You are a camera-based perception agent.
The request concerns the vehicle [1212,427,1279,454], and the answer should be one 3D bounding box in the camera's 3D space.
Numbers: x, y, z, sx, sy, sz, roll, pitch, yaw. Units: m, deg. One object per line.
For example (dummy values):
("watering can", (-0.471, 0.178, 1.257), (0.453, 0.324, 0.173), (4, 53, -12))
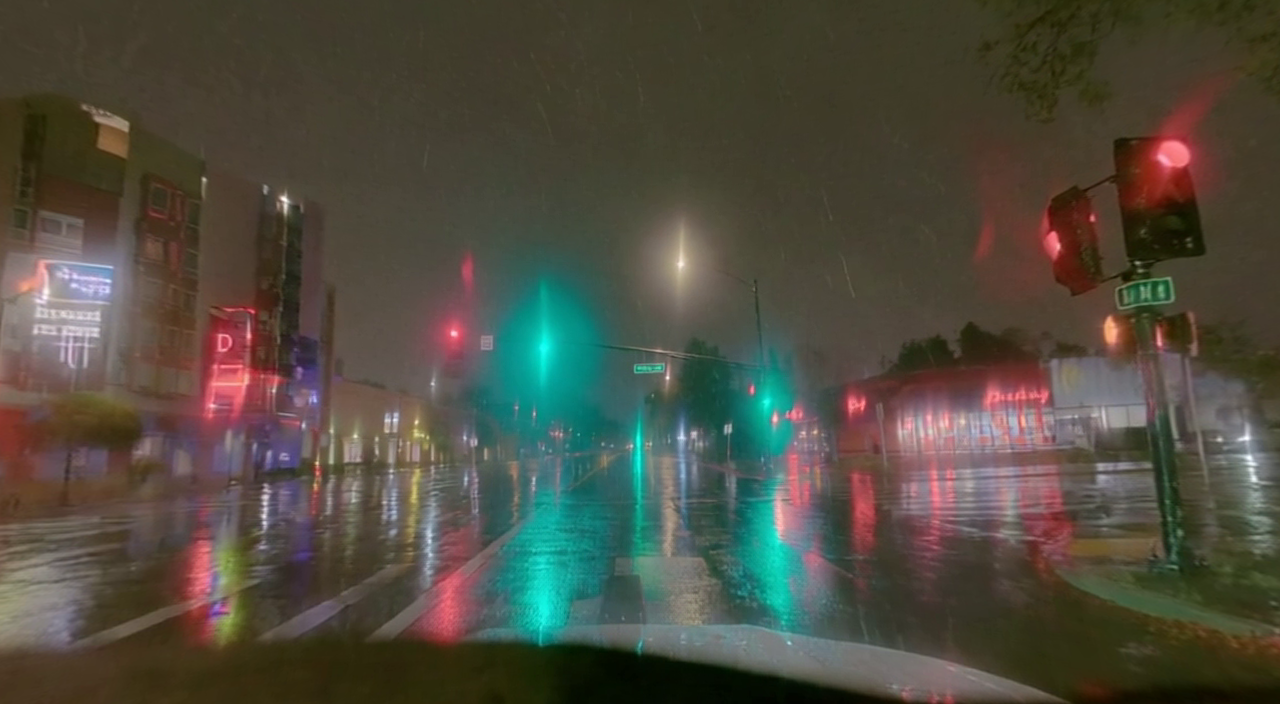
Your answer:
("vehicle", (35.326, 4.972, 35.193), (4.493, 1.453, 1.849), (0, -9, 2))
